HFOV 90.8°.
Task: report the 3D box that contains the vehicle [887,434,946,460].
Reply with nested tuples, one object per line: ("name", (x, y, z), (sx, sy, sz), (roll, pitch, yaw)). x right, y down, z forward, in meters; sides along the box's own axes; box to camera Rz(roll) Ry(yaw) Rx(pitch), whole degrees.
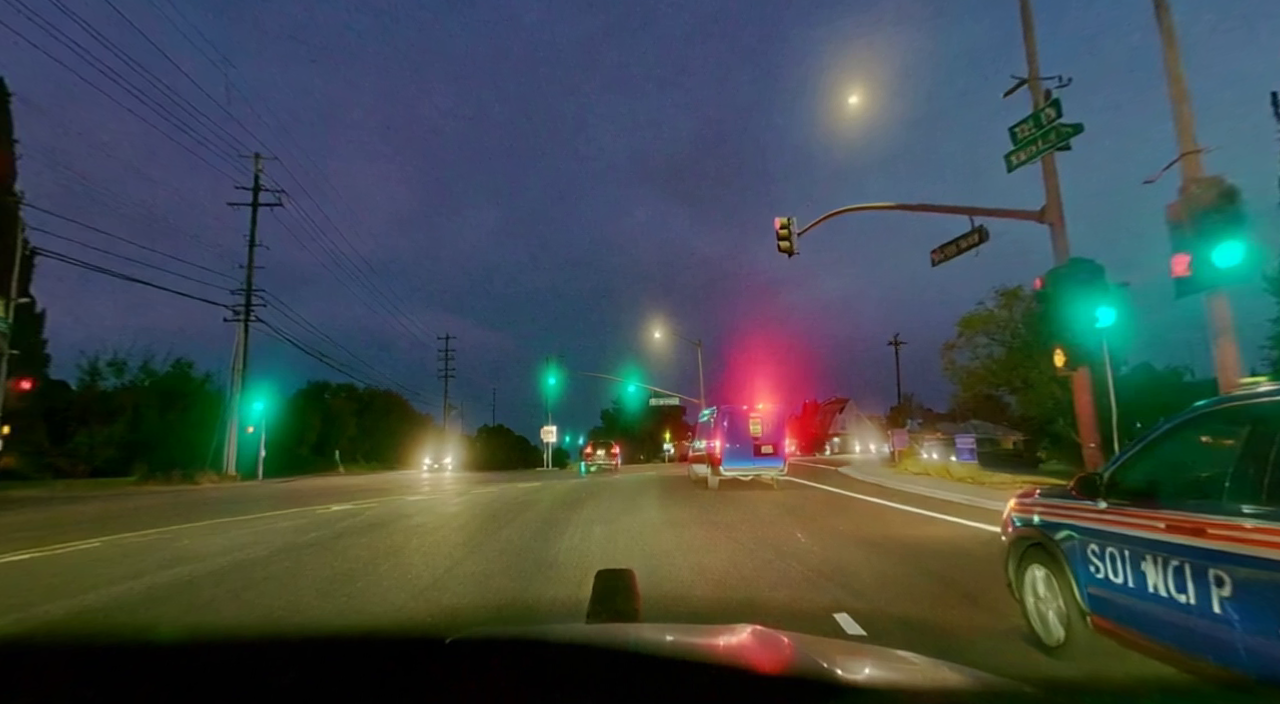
("vehicle", (17.521, 6.002, 39.915), (4.078, 1.582, 1.920), (8, -12, -44))

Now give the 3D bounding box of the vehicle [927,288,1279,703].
("vehicle", (3.448, 0.816, 2.848), (2.194, 1.922, 4.822), (-1, -8, 3))

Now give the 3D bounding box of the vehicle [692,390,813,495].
("vehicle", (3.127, 2.735, 19.141), (2.406, 2.687, 5.521), (0, -8, -2))

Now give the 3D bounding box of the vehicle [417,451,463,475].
("vehicle", (-13.409, 7.431, 42.703), (2.053, 1.474, 4.489), (1, -8, -6))

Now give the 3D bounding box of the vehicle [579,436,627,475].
("vehicle", (-1.781, 4.891, 29.974), (2.114, 1.707, 3.725), (0, -8, -5))

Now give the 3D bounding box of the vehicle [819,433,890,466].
("vehicle", (11.410, 5.160, 33.512), (3.936, 1.594, 1.860), (7, -11, -42))
